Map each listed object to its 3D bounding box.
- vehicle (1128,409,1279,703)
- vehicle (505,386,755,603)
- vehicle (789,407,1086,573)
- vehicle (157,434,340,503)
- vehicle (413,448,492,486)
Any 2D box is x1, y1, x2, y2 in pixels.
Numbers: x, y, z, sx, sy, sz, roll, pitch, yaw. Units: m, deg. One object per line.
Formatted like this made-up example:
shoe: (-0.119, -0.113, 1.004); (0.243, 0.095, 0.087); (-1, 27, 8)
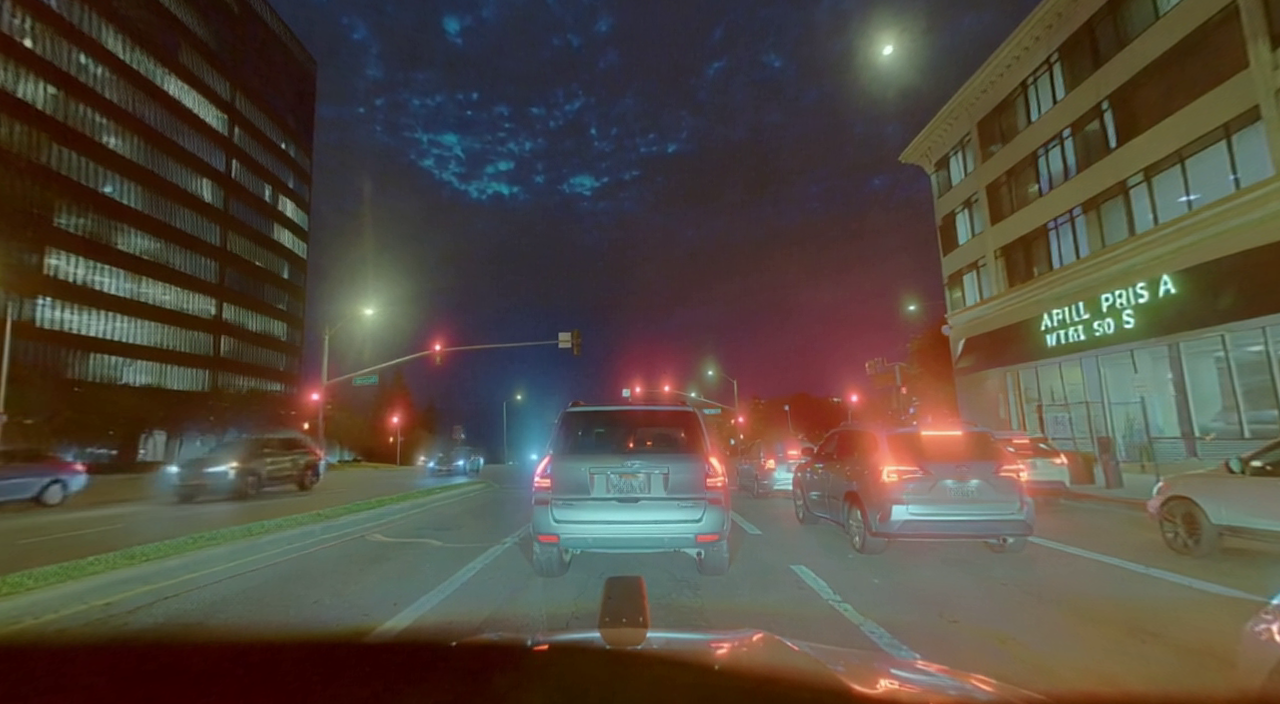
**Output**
vehicle: (3.367, 0.732, 0.816); (1.884, 1.484, 4.609); (0, -8, 2)
vehicle: (-0.004, 1.541, 7.679); (2.154, 1.861, 4.280); (0, -8, 2)
vehicle: (3.624, 1.760, 8.807); (2.036, 1.719, 4.318); (0, -8, 0)
vehicle: (-11.804, 3.530, 19.648); (2.224, 1.840, 5.290); (0, -8, 1)
vehicle: (-7.992, 4.898, 27.279); (1.930, 1.484, 4.252); (0, -8, 3)
